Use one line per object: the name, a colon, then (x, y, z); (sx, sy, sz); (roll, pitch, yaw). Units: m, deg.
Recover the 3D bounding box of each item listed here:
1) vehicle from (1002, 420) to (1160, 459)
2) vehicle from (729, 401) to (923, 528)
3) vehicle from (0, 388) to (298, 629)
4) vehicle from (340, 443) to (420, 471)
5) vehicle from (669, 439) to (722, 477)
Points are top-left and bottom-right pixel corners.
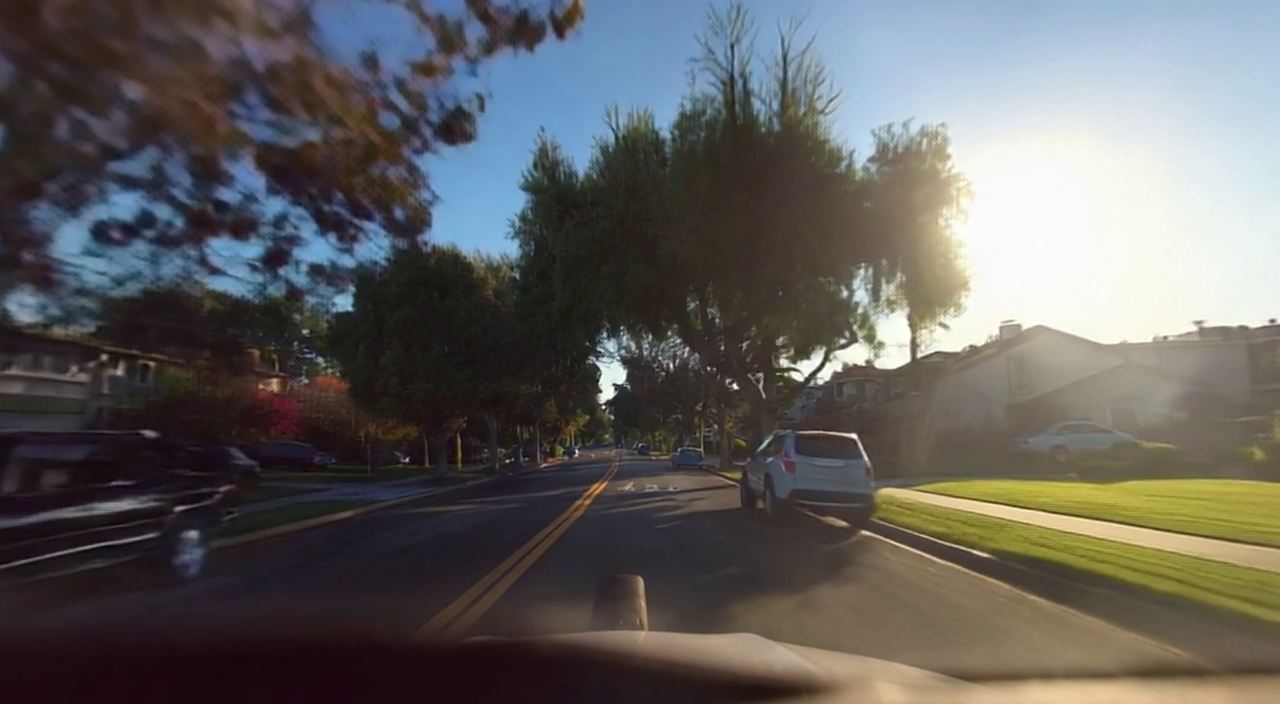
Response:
vehicle: (16.892, 3.384, 24.401); (4.560, 1.350, 1.882); (-2, -7, 4)
vehicle: (2.878, 1.870, 10.975); (2.007, 1.702, 4.430); (-1, -8, 0)
vehicle: (-5.885, 1.401, 6.003); (2.102, 1.801, 5.574); (-1, -9, 1)
vehicle: (-16.959, 6.826, 41.349); (4.331, 1.738, 2.067); (0, -8, 0)
vehicle: (2.539, 5.023, 30.201); (1.988, 1.618, 4.567); (-1, -8, -2)
